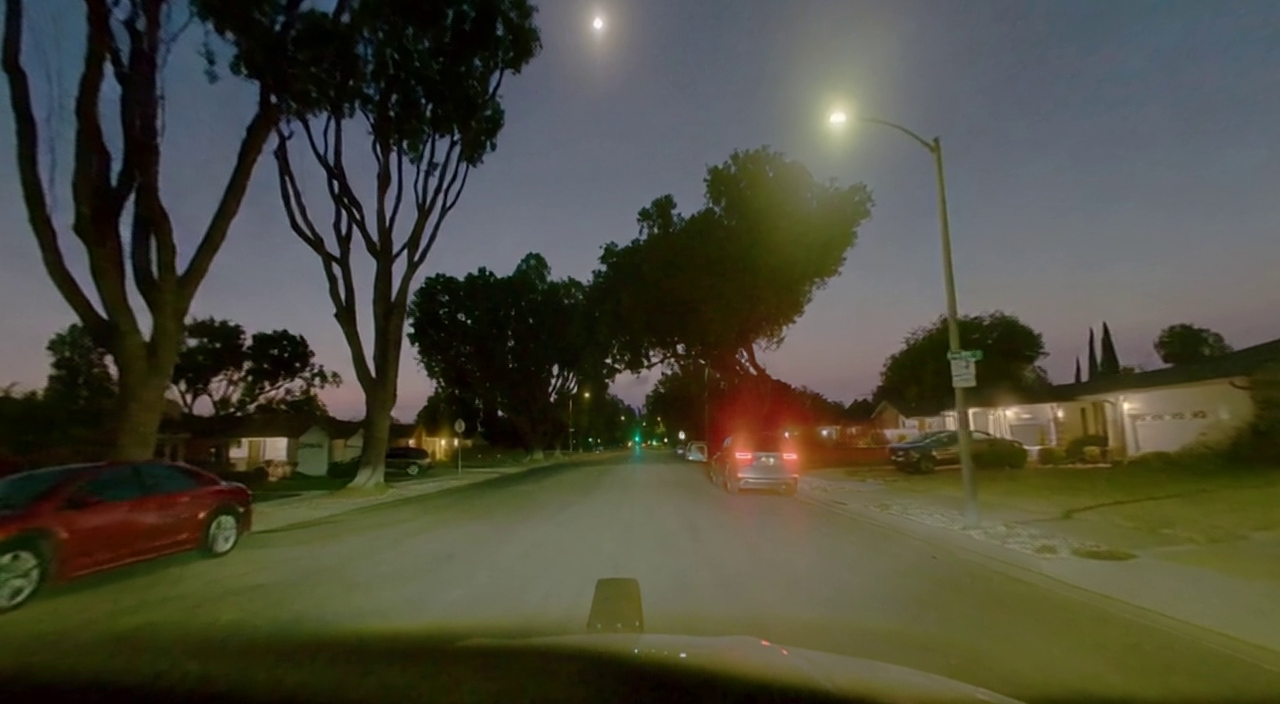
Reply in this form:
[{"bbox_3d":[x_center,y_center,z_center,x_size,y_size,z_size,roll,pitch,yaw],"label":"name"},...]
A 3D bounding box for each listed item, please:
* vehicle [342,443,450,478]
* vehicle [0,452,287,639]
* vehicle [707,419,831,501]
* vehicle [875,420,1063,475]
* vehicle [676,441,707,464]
[{"bbox_3d":[-13.047,5.825,33.972,4.928,1.797,1.981,0,-8,2],"label":"vehicle"},{"bbox_3d":[-6.246,1.949,7.047,2.099,1.399,4.357,-4,-8,1],"label":"vehicle"},{"bbox_3d":[3.251,2.876,17.214,2.241,1.875,5.059,0,-8,-1],"label":"vehicle"},{"bbox_3d":[10.561,3.147,20.728,5.041,1.486,1.969,-4,-9,13],"label":"vehicle"},{"bbox_3d":[3.586,7.052,44.551,2.016,1.567,4.228,0,-8,2],"label":"vehicle"}]
